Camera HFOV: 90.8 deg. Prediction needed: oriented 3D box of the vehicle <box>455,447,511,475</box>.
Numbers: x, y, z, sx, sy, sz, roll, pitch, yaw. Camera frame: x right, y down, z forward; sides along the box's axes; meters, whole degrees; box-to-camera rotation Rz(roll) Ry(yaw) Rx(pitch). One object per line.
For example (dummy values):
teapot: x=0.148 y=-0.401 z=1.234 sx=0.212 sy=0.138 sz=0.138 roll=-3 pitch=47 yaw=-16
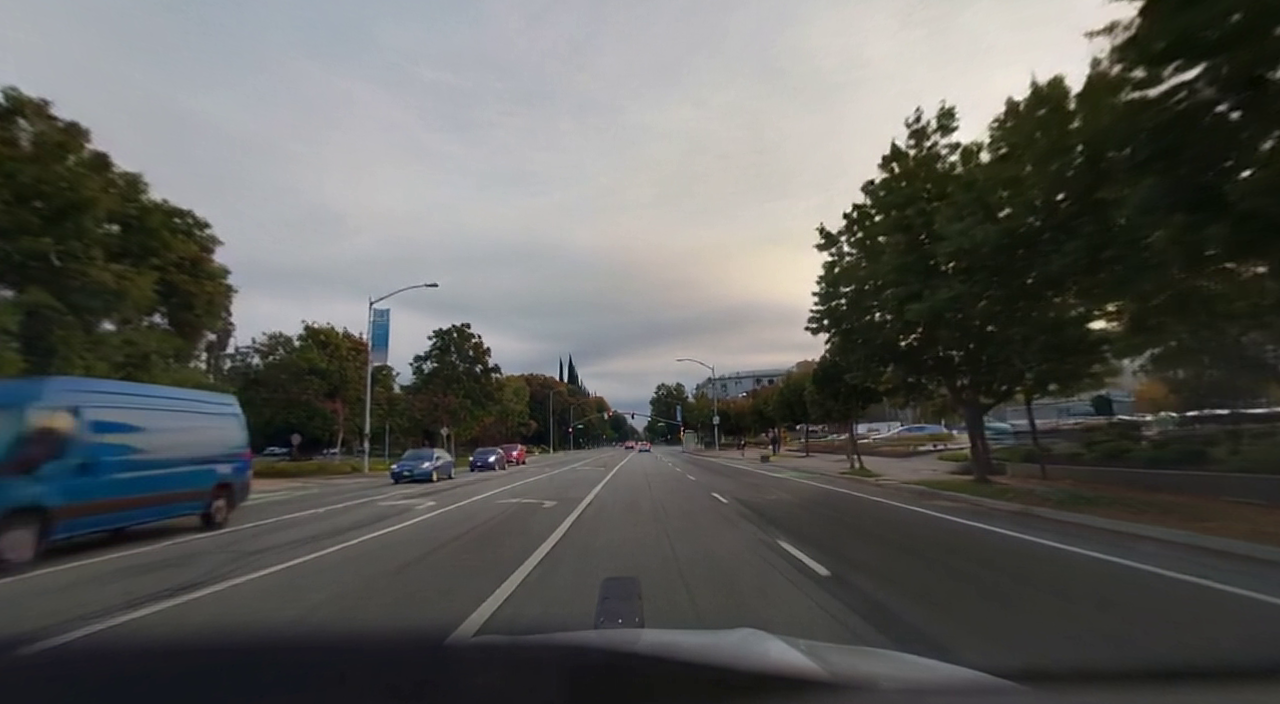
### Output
vehicle: x=-8.874 y=6.150 z=36.014 sx=1.940 sy=1.452 sz=4.441 roll=-1 pitch=-8 yaw=2

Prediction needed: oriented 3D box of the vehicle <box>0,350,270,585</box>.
vehicle: x=-8.838 y=1.648 z=9.379 sx=2.617 sy=2.736 sz=6.621 roll=-1 pitch=-8 yaw=0

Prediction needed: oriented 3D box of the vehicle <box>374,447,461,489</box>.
vehicle: x=-8.881 y=4.633 z=25.636 sx=1.959 sy=1.469 sz=4.369 roll=0 pitch=-8 yaw=0
